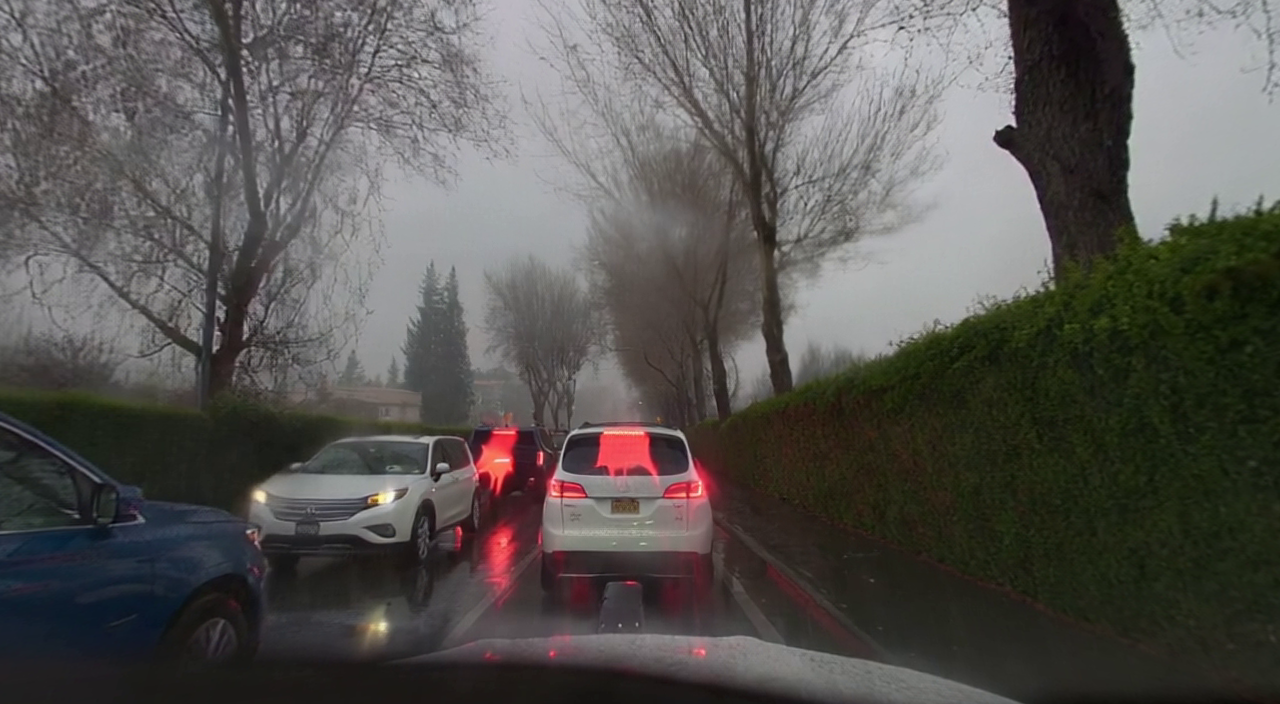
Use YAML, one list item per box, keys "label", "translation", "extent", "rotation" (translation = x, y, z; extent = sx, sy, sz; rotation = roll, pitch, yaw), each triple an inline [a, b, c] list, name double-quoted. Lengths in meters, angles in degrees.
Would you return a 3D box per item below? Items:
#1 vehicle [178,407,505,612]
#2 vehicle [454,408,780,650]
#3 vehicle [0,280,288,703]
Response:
- label: "vehicle"
  translation: [-3.403, 1.841, 8.304]
  extent: [2.256, 1.728, 4.421]
  rotation: [-6, -8, -2]
- label: "vehicle"
  translation: [-0.177, 1.489, 6.240]
  extent: [2.154, 1.581, 4.007]
  rotation: [0, -9, -1]
- label: "vehicle"
  translation: [-3.282, 0.671, 1.265]
  extent: [2.205, 1.913, 5.327]
  rotation: [-6, -8, -2]
